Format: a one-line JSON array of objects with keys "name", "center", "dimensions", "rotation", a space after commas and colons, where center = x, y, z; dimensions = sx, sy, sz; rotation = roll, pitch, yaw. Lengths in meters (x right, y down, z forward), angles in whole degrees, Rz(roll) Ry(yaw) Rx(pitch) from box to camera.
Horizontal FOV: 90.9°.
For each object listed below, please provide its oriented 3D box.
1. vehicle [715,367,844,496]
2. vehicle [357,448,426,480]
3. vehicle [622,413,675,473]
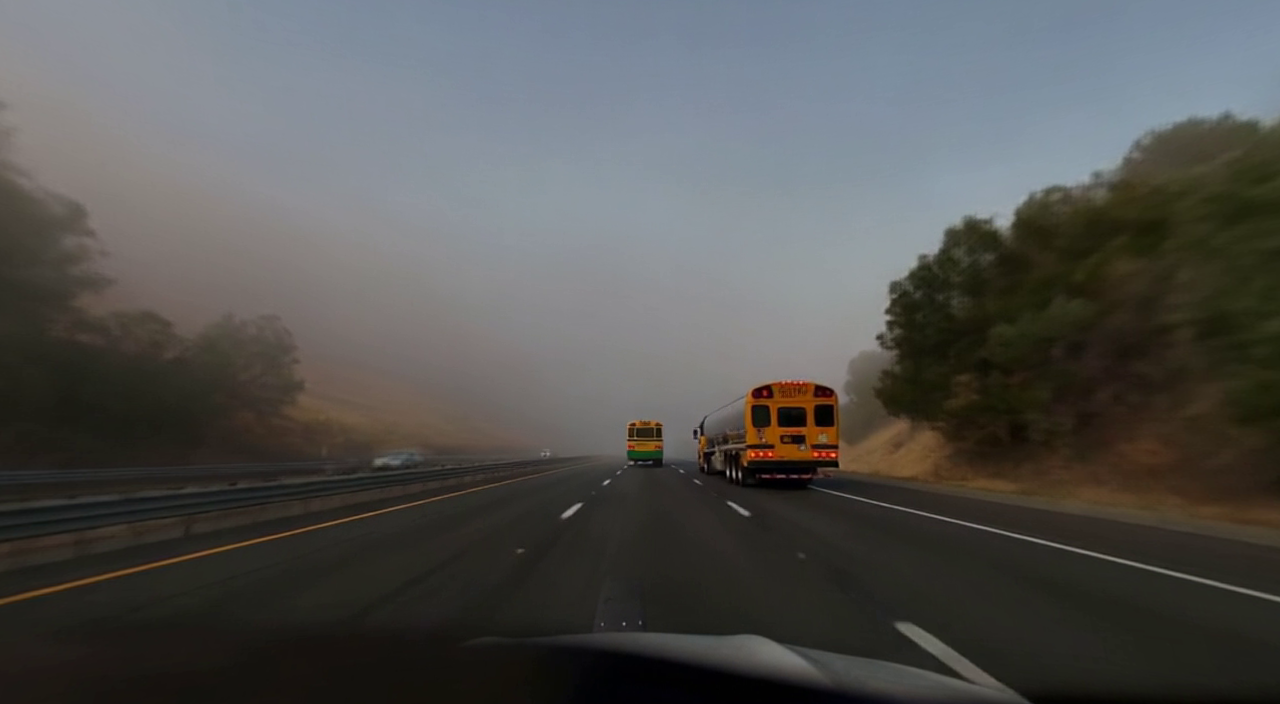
[{"name": "vehicle", "center": [4.442, 2.800, 21.829], "dimensions": [2.716, 3.705, 7.018], "rotation": [0, -8, -1]}, {"name": "vehicle", "center": [-13.504, 6.072, 34.579], "dimensions": [1.889, 1.576, 4.426], "rotation": [0, -8, 1]}, {"name": "vehicle", "center": [0.507, 5.822, 40.312], "dimensions": [2.948, 3.265, 10.569], "rotation": [0, -8, 1]}]
